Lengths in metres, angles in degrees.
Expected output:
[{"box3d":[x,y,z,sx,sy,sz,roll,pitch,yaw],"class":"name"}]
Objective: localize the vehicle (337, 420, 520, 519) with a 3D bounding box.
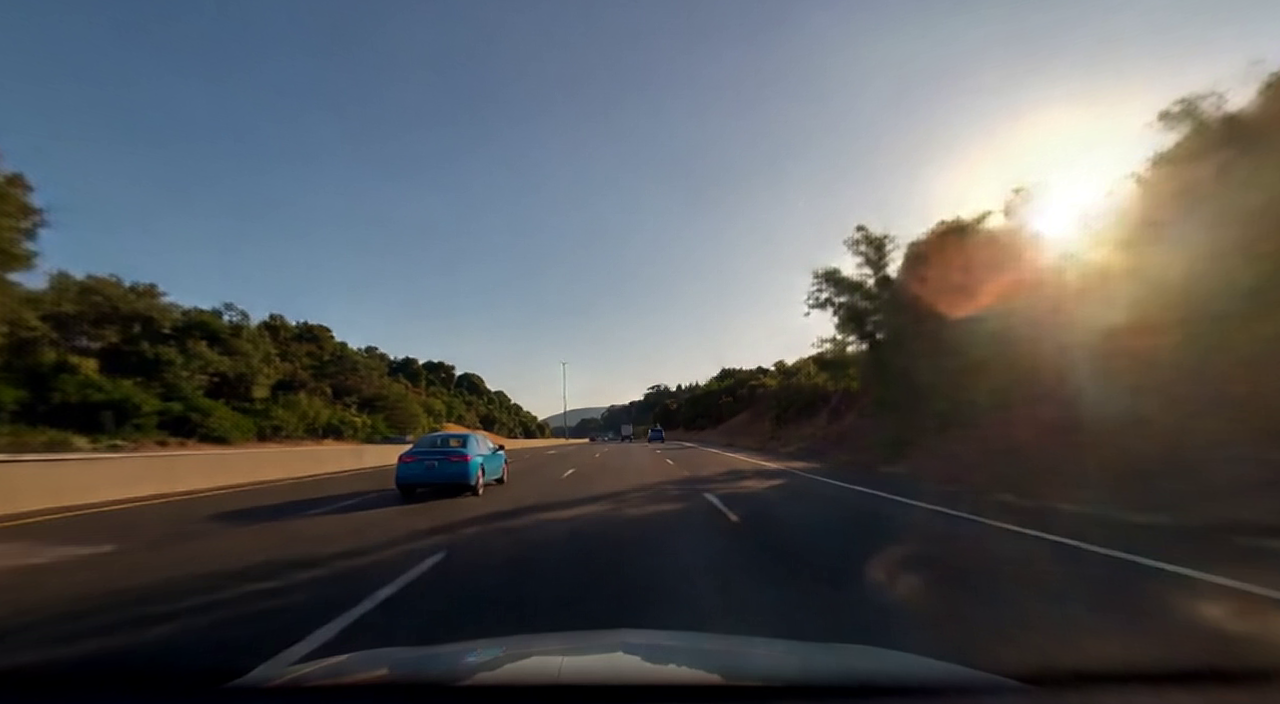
[{"box3d":[-3.722,2.127,12.042,2.026,1.517,4.325,0,-8,0],"class":"vehicle"}]
